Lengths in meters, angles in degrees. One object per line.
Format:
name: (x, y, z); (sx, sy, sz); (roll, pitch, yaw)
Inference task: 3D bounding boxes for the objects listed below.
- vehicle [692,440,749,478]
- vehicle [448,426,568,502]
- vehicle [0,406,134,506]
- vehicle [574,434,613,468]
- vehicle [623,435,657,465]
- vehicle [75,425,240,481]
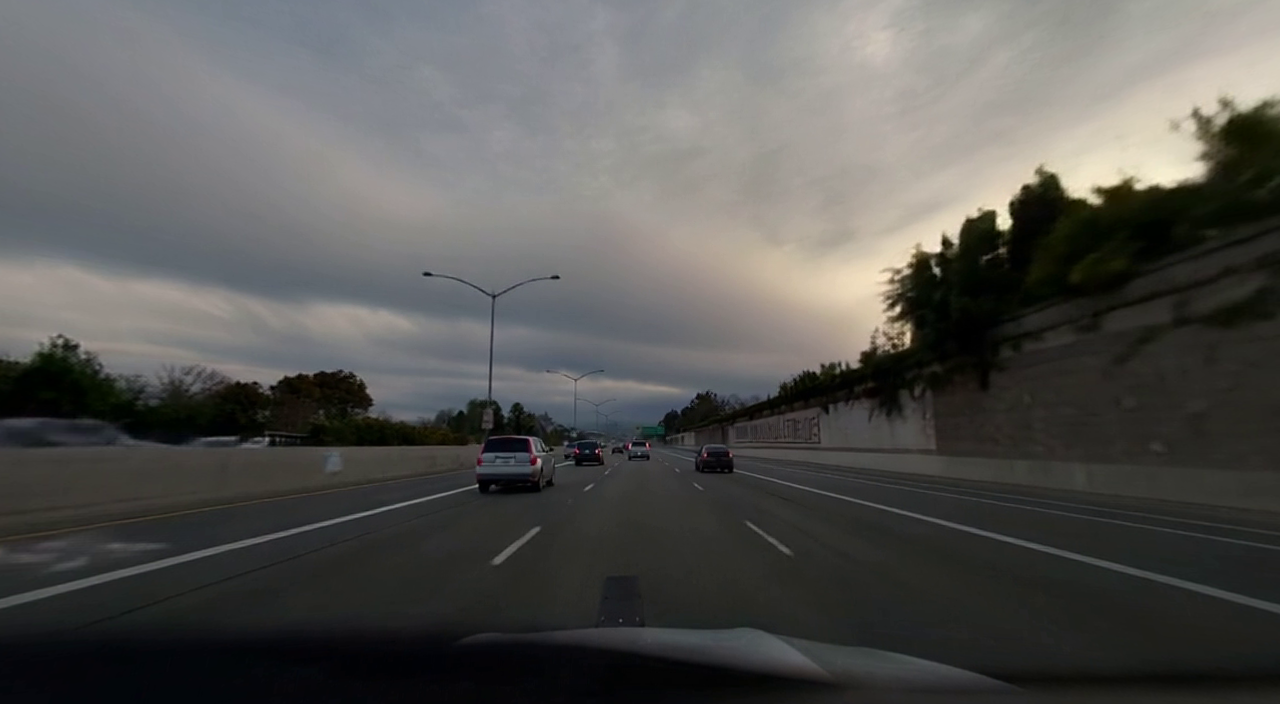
vehicle: (4.006, 5.405, 32.121); (2.224, 1.752, 4.487); (0, -9, -1)
vehicle: (-3.503, 3.123, 18.012); (2.184, 1.819, 5.441); (0, -9, 1)
vehicle: (-17.540, 2.688, 16.339); (2.877, 2.497, 7.068); (0, -9, 0)
vehicle: (-3.201, 6.908, 44.181); (2.378, 2.214, 4.352); (0, -9, 0)
vehicle: (-0.012, 7.608, 48.987); (2.485, 2.215, 5.199); (0, -9, 0)
vehicle: (-24.292, 5.145, 32.301); (2.751, 2.534, 7.033); (0, -9, 1)
